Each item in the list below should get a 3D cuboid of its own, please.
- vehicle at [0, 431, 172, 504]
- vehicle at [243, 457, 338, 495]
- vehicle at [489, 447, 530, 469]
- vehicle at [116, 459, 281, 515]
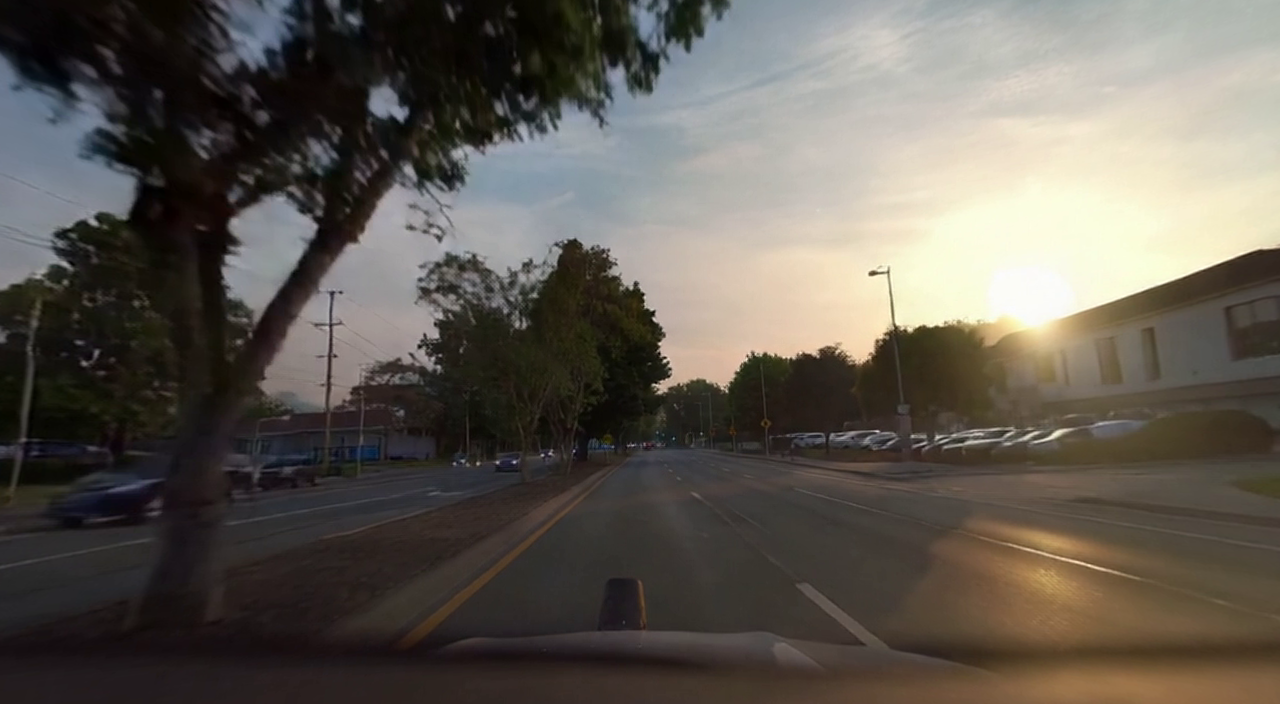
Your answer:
[{"bbox_3d":[-36.290,7.136,38.954,2.908,3.933,16.577,-3,-9,-3],"label":"vehicle"},{"bbox_3d":[-16.774,5.953,30.561,1.910,1.589,4.568,0,-9,1],"label":"vehicle"},{"bbox_3d":[-9.636,7.827,46.811,1.942,1.468,4.708,0,-9,1],"label":"vehicle"},{"bbox_3d":[-13.592,4.133,19.847,1.858,1.454,4.524,-1,-9,1],"label":"vehicle"}]
